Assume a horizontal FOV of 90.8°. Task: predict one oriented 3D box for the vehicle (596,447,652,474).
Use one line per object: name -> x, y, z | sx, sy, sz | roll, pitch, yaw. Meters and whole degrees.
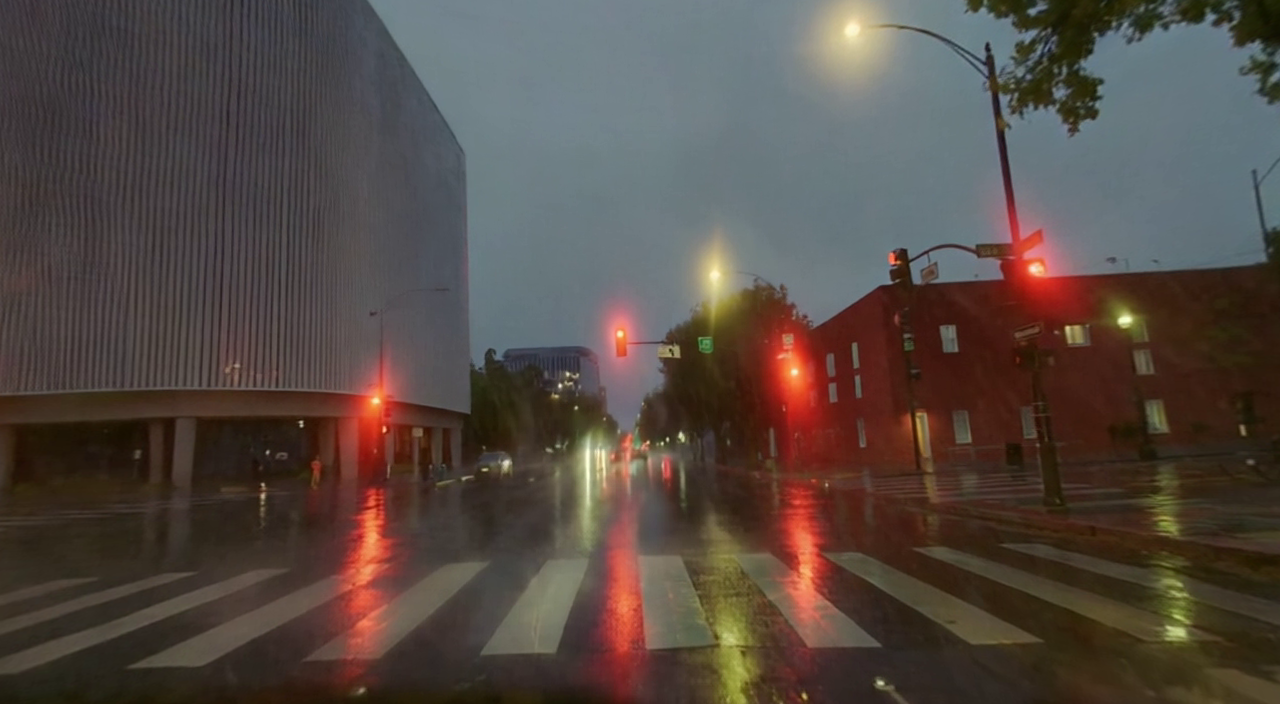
vehicle -> -0.865, 6.404, 37.660 | 2.088, 1.452, 4.833 | -3, -9, 15
